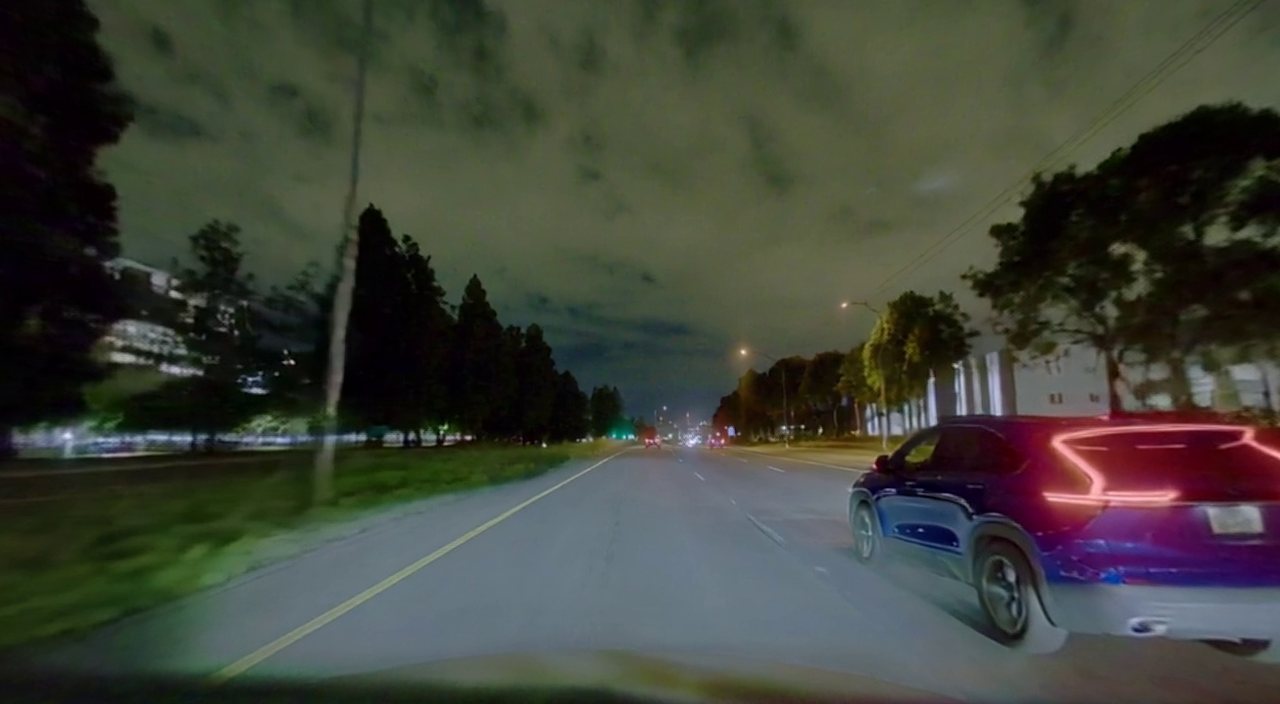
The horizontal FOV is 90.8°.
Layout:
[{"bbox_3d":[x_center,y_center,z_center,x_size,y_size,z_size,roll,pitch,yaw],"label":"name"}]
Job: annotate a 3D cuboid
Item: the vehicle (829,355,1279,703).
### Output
[{"bbox_3d":[3.156,1.146,4.860,2.060,1.665,4.284,0,-8,0],"label":"vehicle"}]
